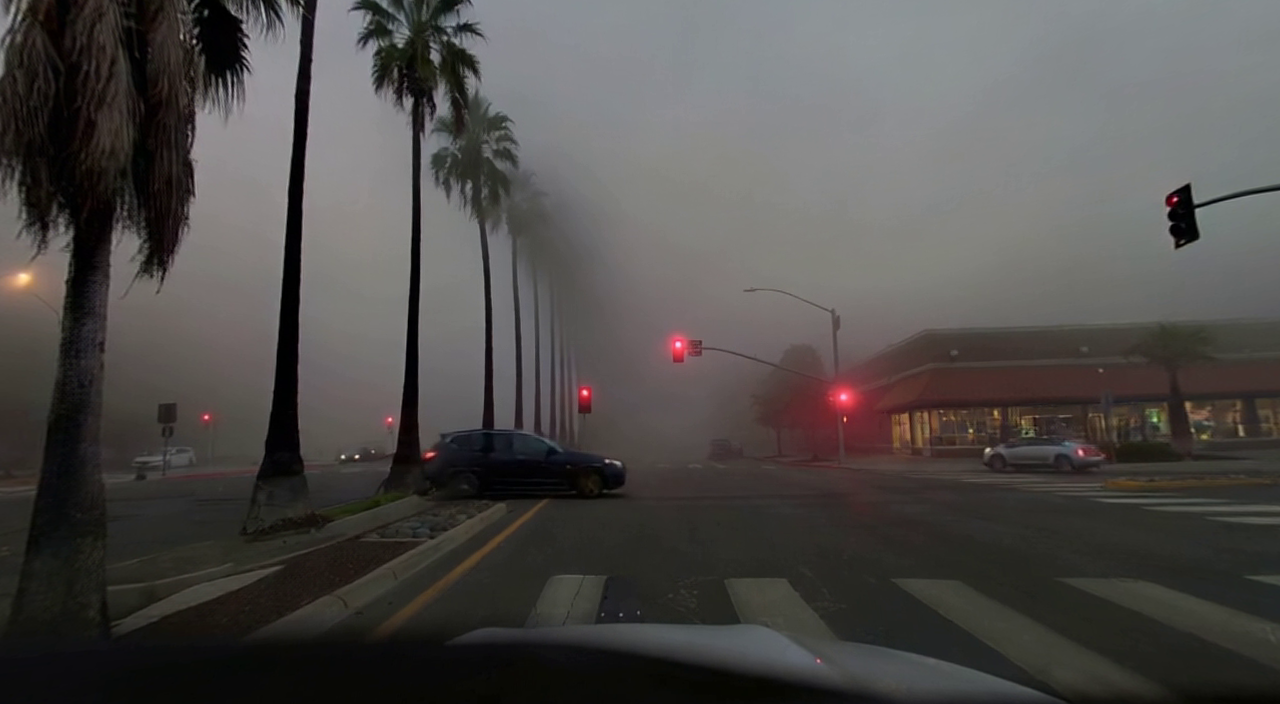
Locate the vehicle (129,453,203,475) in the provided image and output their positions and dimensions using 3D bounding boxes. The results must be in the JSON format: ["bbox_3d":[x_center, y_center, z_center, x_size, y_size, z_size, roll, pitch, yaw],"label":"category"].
[{"bbox_3d":[-37.261,8.817,49.665,2.160,1.565,4.868,0,-9,-1],"label":"vehicle"}]

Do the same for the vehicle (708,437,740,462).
[{"bbox_3d":[5.986,7.027,45.355,1.999,1.653,4.603,-1,-8,5],"label":"vehicle"}]

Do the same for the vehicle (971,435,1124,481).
[{"bbox_3d":[16.361,4.268,25.600,4.722,1.717,2.000,-2,-9,16],"label":"vehicle"}]

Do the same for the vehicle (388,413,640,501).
[{"bbox_3d":[-2.885,2.557,15.485,5.619,1.951,2.321,1,-8,-4],"label":"vehicle"}]
